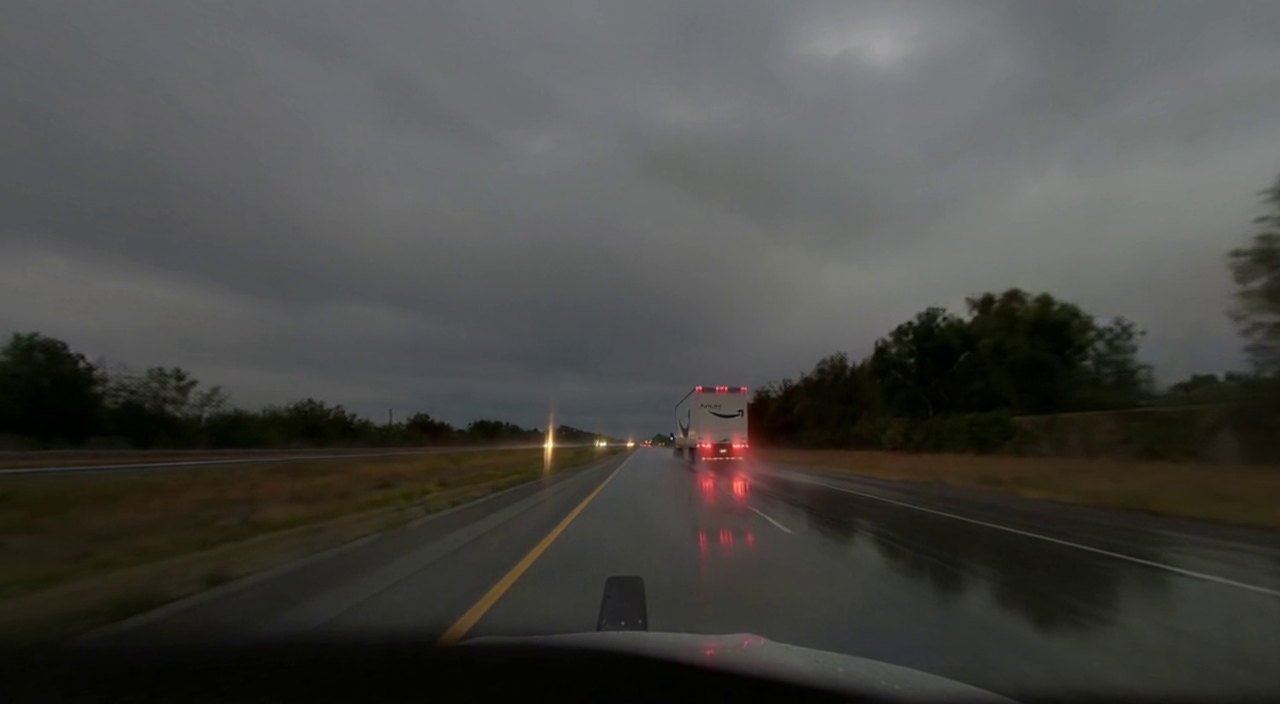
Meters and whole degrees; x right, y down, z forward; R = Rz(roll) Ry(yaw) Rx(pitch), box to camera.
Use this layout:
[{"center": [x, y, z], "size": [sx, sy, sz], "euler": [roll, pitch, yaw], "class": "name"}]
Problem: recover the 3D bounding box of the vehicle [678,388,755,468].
[{"center": [4.699, 5.355, 42.709], "size": [3.190, 4.365, 16.625], "euler": [0, -8, 0], "class": "vehicle"}]
